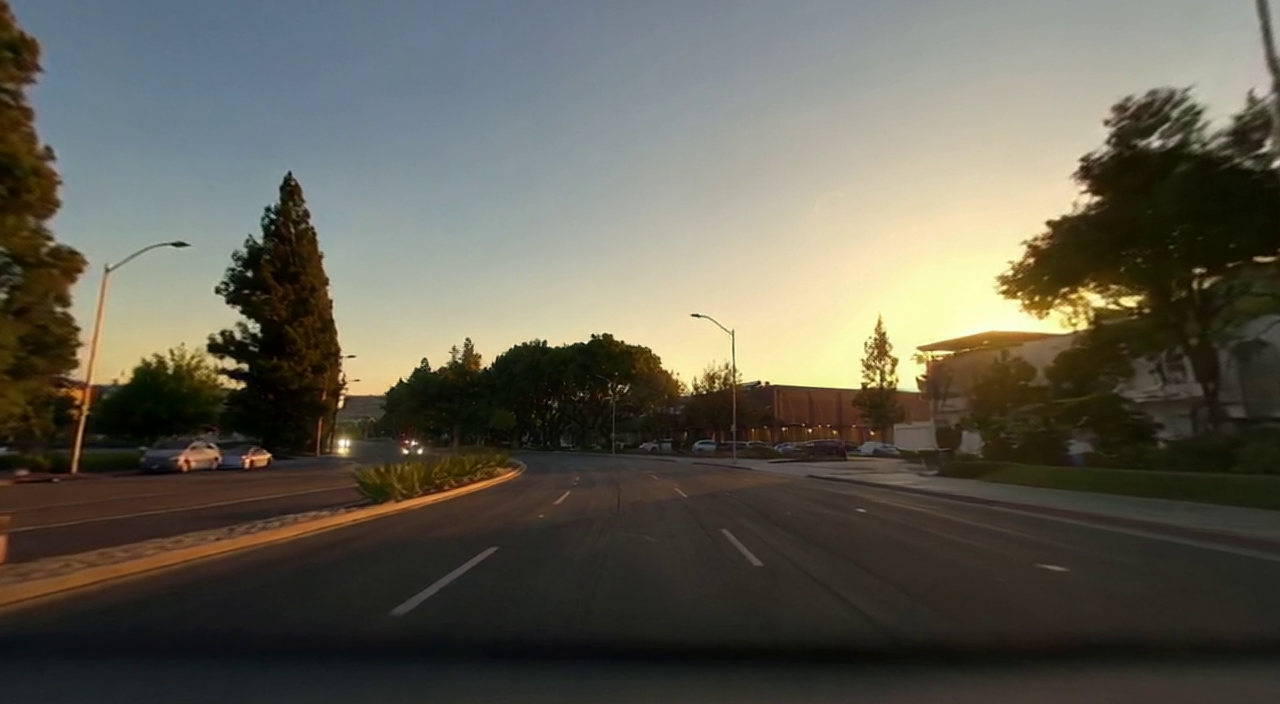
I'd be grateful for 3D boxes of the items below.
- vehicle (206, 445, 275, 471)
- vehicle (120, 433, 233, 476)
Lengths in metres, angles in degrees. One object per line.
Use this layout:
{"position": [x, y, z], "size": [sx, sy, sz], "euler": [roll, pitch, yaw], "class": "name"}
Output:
{"position": [-23.741, 6.291, 37.639], "size": [1.844, 1.452, 4.362], "euler": [1, -9, -9], "class": "vehicle"}
{"position": [-22.813, 5.061, 31.344], "size": [2.387, 1.951, 4.827], "euler": [1, -9, -8], "class": "vehicle"}
